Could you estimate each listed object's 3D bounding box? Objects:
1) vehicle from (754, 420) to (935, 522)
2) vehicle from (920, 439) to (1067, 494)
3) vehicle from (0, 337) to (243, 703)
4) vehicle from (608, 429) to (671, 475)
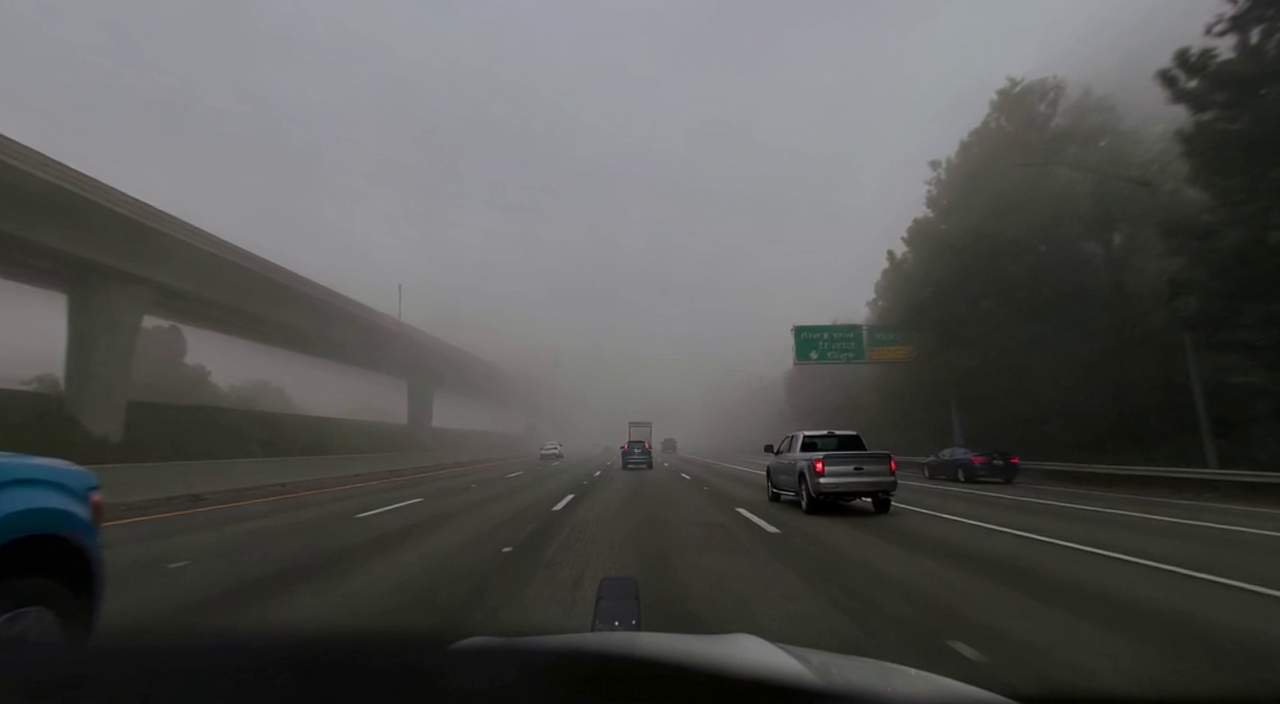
[{"bbox_3d":[3.723,2.261,12.428,2.119,1.653,4.000,0,-9,-1],"label":"vehicle"},{"bbox_3d":[10.607,3.439,19.394,1.961,1.480,4.331,0,-9,0],"label":"vehicle"},{"bbox_3d":[-3.731,0.635,1.274,2.535,1.715,5.030,0,-9,1],"label":"vehicle"},{"bbox_3d":[-0.042,4.533,28.777,2.572,1.837,5.693,0,-9,0],"label":"vehicle"}]
